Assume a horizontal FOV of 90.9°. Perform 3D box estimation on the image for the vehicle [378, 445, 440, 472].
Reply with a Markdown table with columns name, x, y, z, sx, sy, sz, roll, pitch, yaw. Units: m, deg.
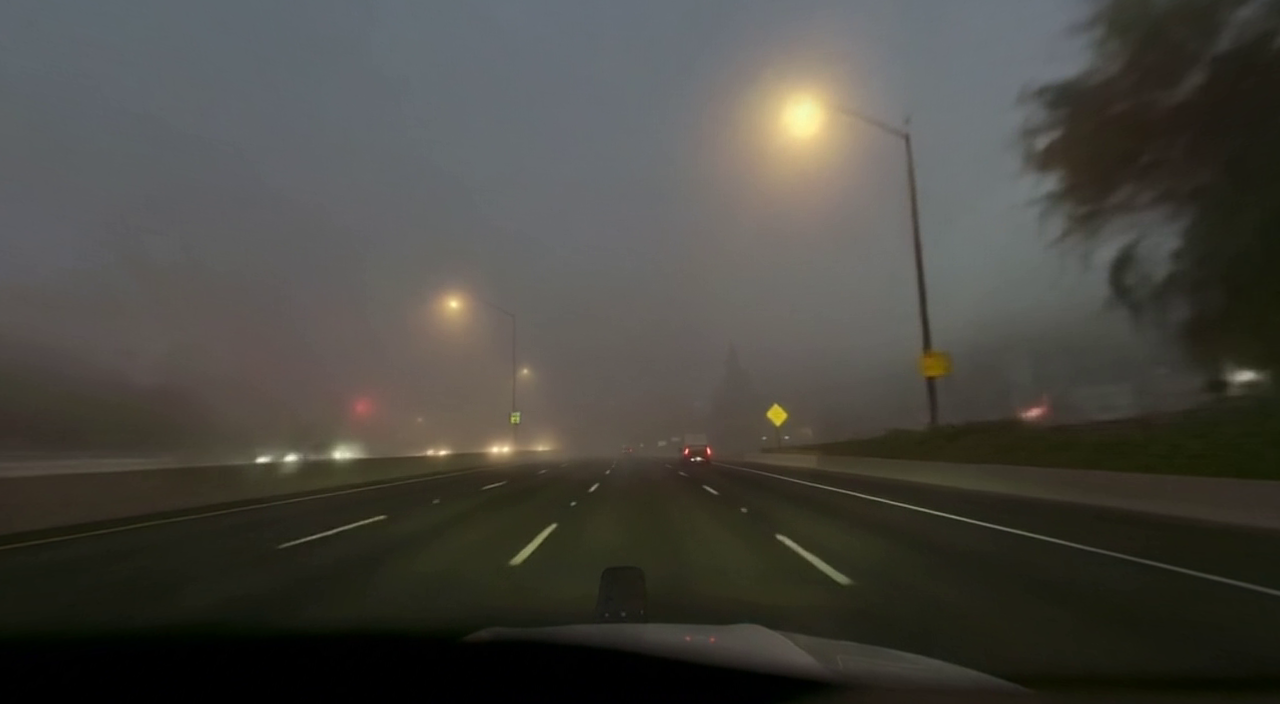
| name | x | y | z | sx | sy | sz | roll | pitch | yaw |
| --- | --- | --- | --- | --- | --- | --- | --- | --- | --- |
| vehicle | -13.503 | 6.235 | 37.154 | 1.926 | 1.470 | 4.614 | 0 | -9 | -1 |

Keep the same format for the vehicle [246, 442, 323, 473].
| name | x | y | z | sx | sy | sz | roll | pitch | yaw |
| --- | --- | --- | --- | --- | --- | --- | --- | --- | --- |
| vehicle | -20.584 | 6.103 | 36.707 | 1.927 | 1.707 | 4.389 | 0 | -9 | -1 |

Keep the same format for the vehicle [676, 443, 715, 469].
| name | x | y | z | sx | sy | sz | roll | pitch | yaw |
| --- | --- | --- | --- | --- | --- | --- | --- | --- | --- |
| vehicle | 3.441 | 6.522 | 39.705 | 1.926 | 1.477 | 4.025 | 0 | -9 | -2 |
